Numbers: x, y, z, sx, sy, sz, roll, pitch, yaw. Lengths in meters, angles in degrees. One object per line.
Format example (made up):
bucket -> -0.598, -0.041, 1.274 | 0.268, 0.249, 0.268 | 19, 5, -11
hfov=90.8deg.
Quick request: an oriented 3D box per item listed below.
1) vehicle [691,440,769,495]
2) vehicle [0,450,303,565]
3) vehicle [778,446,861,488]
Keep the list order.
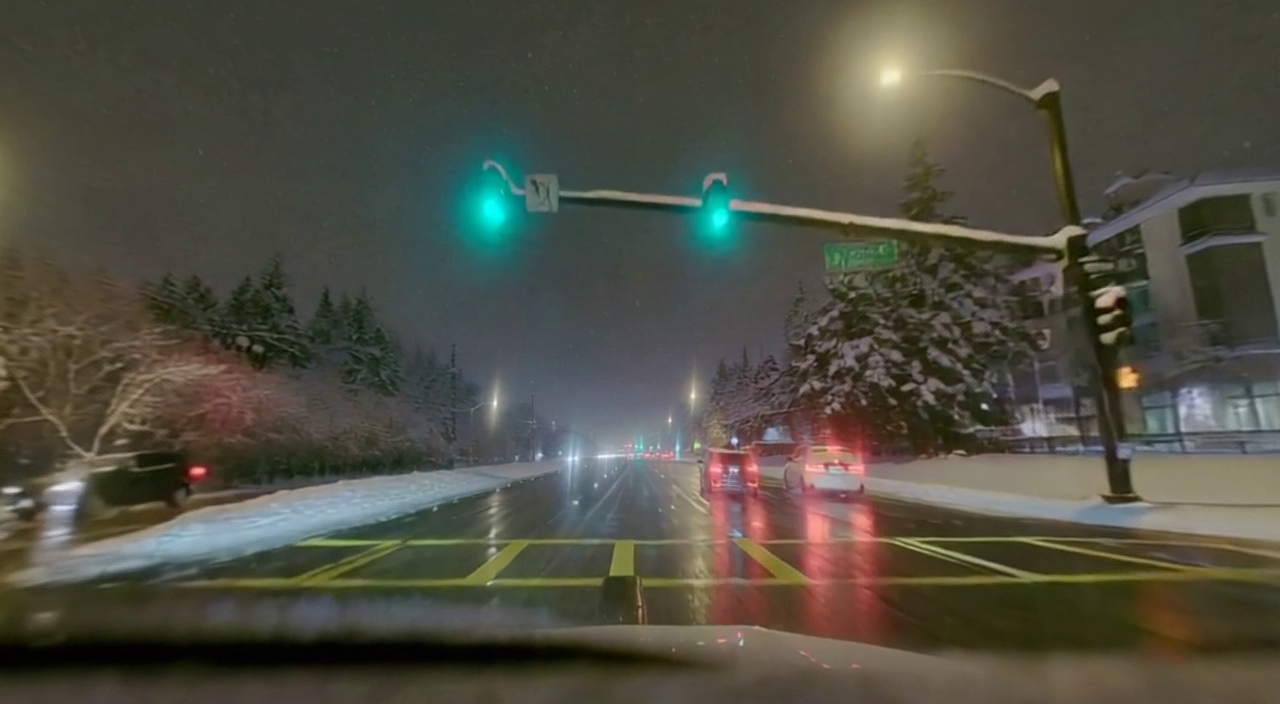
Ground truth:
vehicle -> 3.129, 4.105, 22.937 | 2.069, 1.761, 4.610 | 0, -8, -1
vehicle -> -7.940, 2.413, 10.695 | 1.963, 1.472, 4.584 | 0, -8, -1
vehicle -> 7.143, 4.609, 25.765 | 2.007, 1.491, 4.815 | 0, -8, 1
